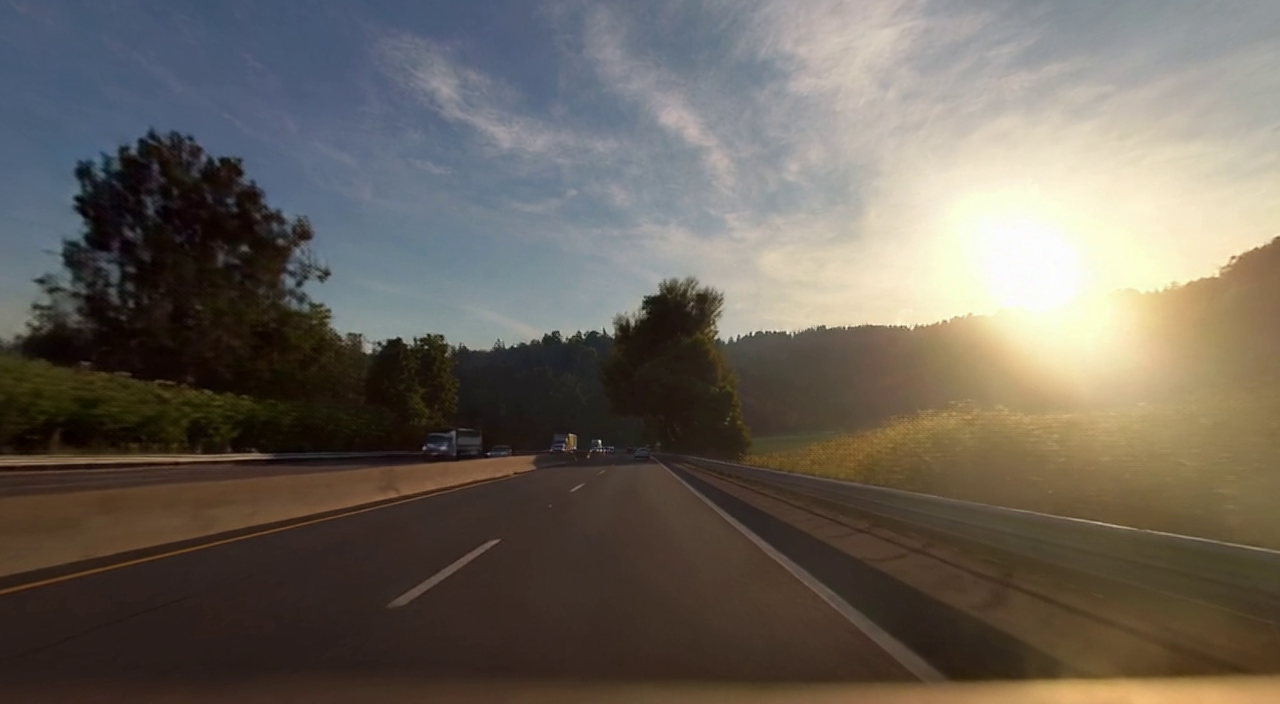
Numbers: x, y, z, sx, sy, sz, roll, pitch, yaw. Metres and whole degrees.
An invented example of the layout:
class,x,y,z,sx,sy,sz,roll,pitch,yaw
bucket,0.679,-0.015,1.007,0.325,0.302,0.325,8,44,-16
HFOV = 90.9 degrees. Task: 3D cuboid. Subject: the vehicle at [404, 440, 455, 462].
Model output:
class,x,y,z,sx,sy,sz,roll,pitch,yaw
vehicle,-15.754,7.453,47.436,2.202,1.541,4.490,0,-9,1
